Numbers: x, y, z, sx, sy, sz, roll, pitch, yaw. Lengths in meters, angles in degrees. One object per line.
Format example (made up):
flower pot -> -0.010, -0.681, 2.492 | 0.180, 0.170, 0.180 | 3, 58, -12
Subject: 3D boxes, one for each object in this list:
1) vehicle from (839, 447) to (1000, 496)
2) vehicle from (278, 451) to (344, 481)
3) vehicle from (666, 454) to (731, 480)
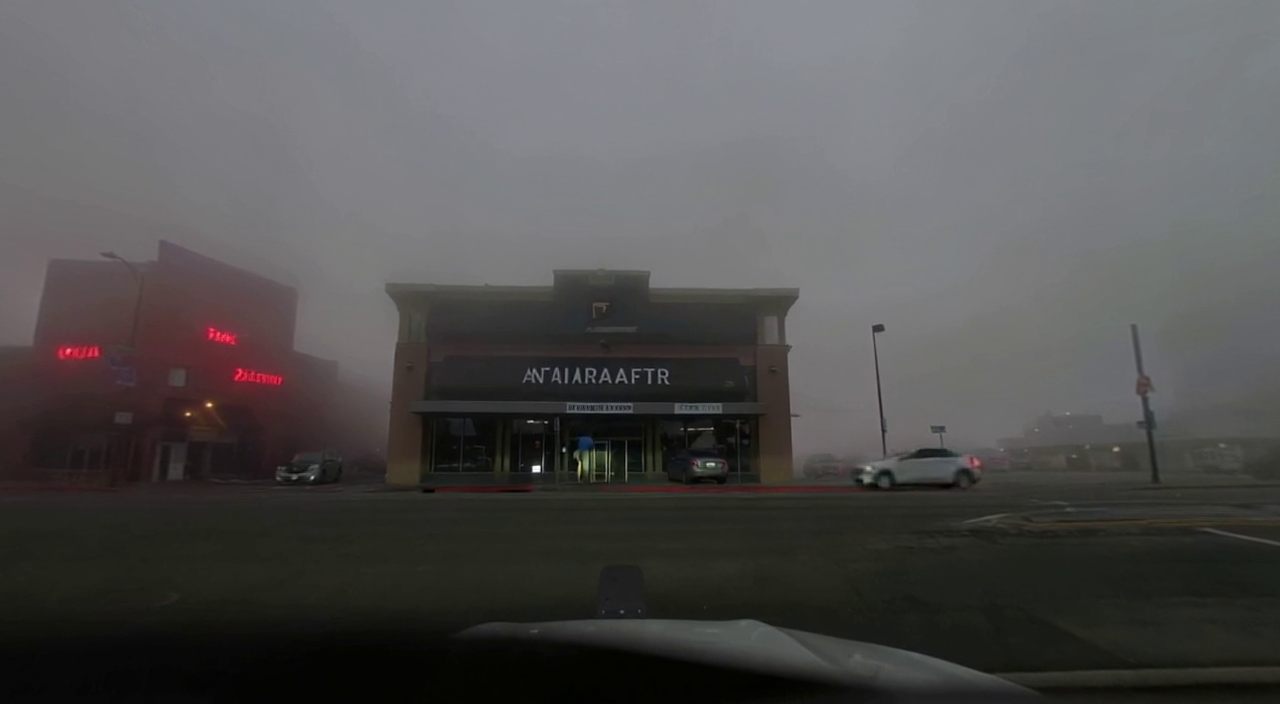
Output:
vehicle -> 10.058, 4.299, 23.036 | 4.889, 1.659, 2.059 | 1, -9, -4
vehicle -> -20.035, 6.868, 38.430 | 4.596, 1.680, 1.936 | -8, -11, 41
vehicle -> 3.581, 7.180, 39.706 | 1.812, 1.468, 4.519 | 5, -10, -28
